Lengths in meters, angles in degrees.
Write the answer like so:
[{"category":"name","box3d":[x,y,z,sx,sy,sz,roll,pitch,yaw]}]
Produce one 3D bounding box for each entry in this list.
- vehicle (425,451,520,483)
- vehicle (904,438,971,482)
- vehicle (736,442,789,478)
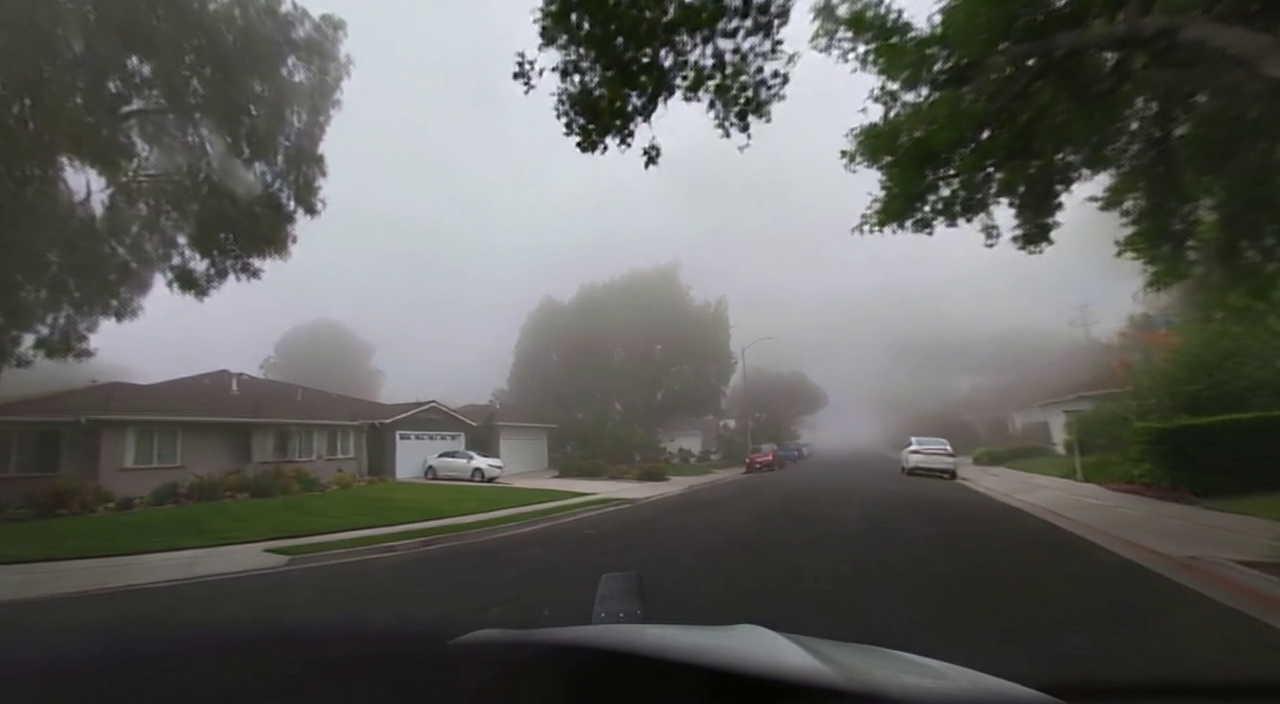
[{"category":"vehicle","box3d":[-8.580,5.861,32.358,4.404,1.495,1.844,-3,-9,21]},{"category":"vehicle","box3d":[12.037,4.343,25.813,2.005,1.553,3.984,-1,-8,19]},{"category":"vehicle","box3d":[7.457,6.464,37.990,2.208,1.834,4.675,-9,-11,19]}]
